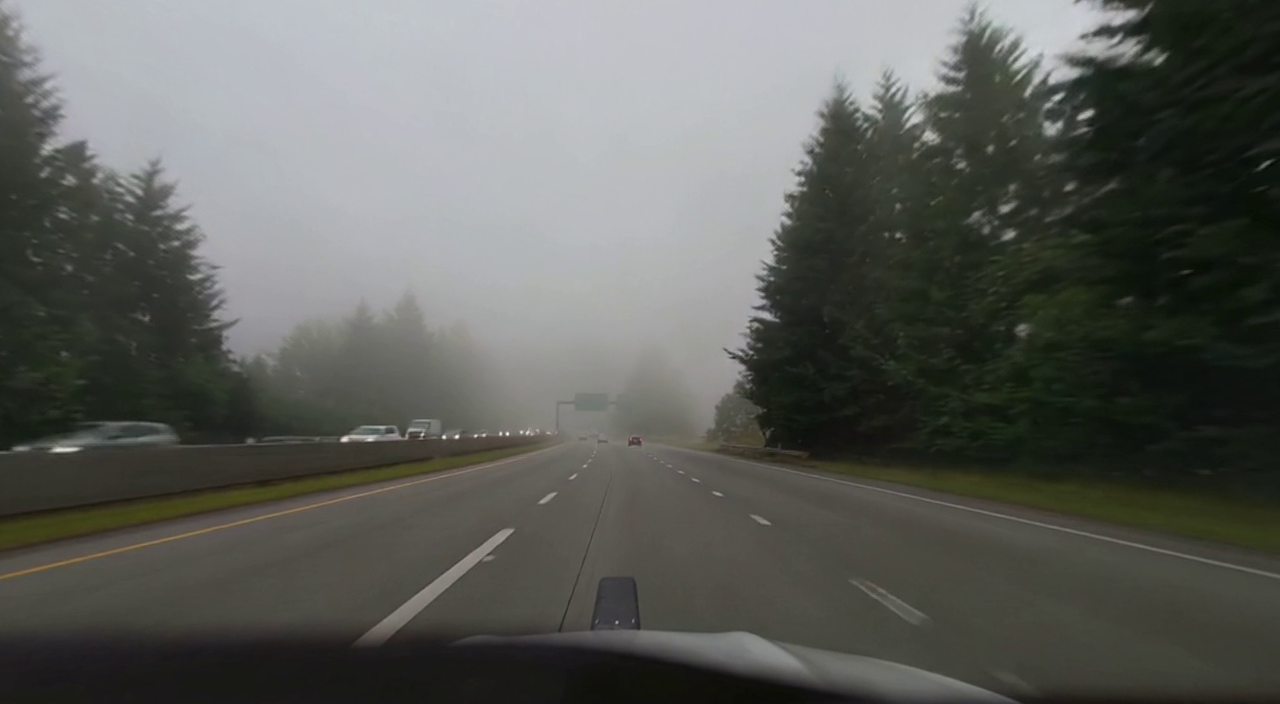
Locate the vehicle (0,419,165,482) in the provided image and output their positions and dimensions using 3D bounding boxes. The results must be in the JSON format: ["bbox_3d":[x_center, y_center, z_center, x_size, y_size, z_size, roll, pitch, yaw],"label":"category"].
[{"bbox_3d":[-15.608,2.617,17.077,1.951,1.470,4.535,0,-8,-1],"label":"vehicle"}]

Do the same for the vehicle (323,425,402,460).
[{"bbox_3d":[-13.240,4.341,30.360,1.881,1.508,4.599,-1,-8,-2],"label":"vehicle"}]
